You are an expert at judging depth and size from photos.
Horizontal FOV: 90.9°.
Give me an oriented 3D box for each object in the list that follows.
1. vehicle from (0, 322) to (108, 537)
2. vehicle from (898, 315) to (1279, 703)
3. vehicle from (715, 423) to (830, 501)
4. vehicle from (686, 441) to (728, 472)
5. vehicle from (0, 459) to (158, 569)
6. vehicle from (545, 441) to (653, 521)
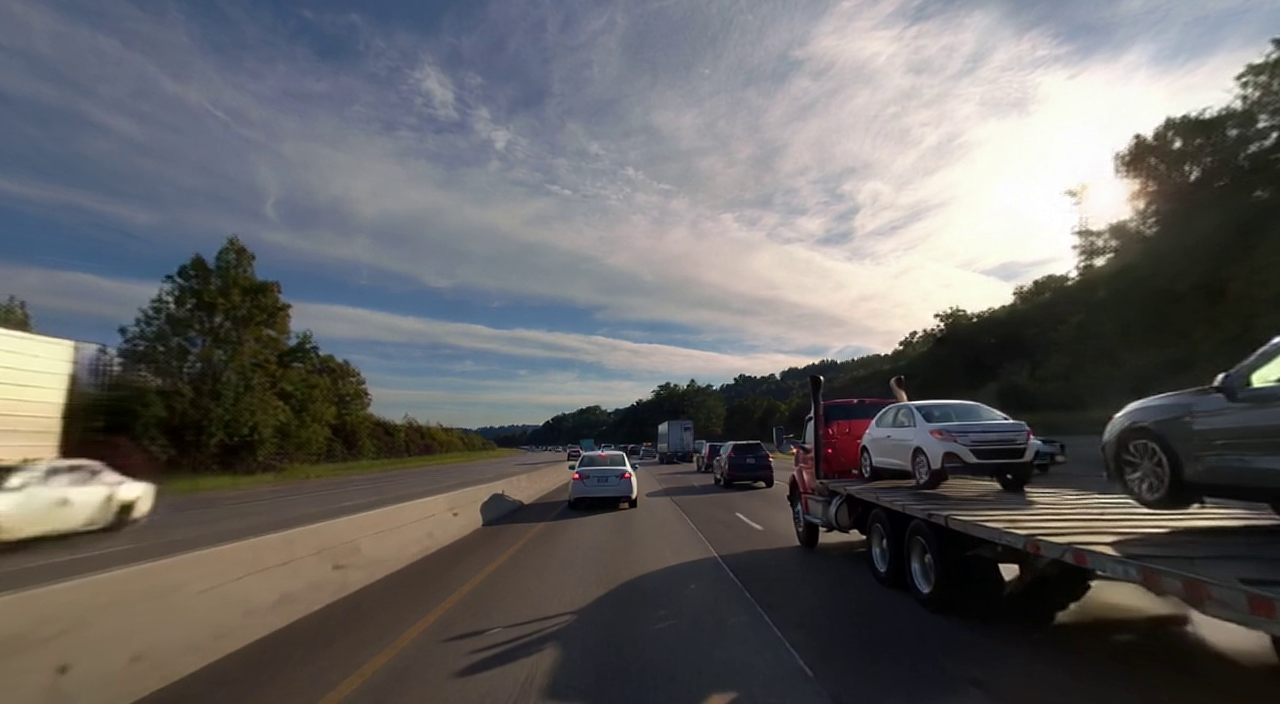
[{"bbox_3d":[-15.484,0.913,8.726,3.329,4.567,14.680,0,-9,0],"label":"vehicle"},{"bbox_3d":[3.461,0.958,3.717,1.959,1.783,4.407,0,-9,0],"label":"vehicle"},{"bbox_3d":[3.511,3.031,17.561,2.303,1.889,3.920,0,-9,0],"label":"vehicle"},{"bbox_3d":[3.795,6.019,36.364,1.938,1.660,4.223,0,-9,-1],"label":"vehicle"},{"bbox_3d":[-11.011,2.689,10.796,2.221,1.639,4.105,0,-9,0],"label":"vehicle"},{"bbox_3d":[-0.738,2.673,13.503,1.991,1.466,3.675,0,-9,0],"label":"vehicle"}]
